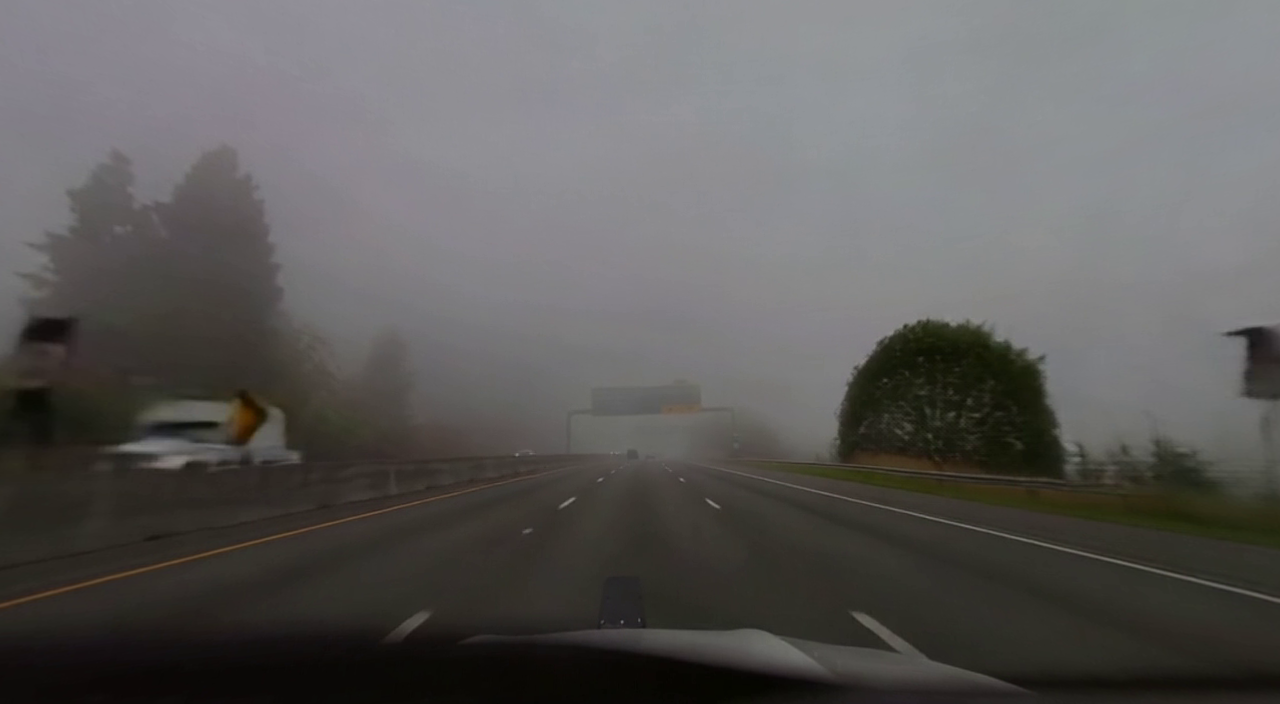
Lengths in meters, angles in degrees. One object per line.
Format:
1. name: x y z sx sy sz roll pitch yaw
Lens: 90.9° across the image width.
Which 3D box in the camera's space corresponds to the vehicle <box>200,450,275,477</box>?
1. vehicle: -25.726 7.134 40.461 1.909 1.600 4.553 0 -9 -2
